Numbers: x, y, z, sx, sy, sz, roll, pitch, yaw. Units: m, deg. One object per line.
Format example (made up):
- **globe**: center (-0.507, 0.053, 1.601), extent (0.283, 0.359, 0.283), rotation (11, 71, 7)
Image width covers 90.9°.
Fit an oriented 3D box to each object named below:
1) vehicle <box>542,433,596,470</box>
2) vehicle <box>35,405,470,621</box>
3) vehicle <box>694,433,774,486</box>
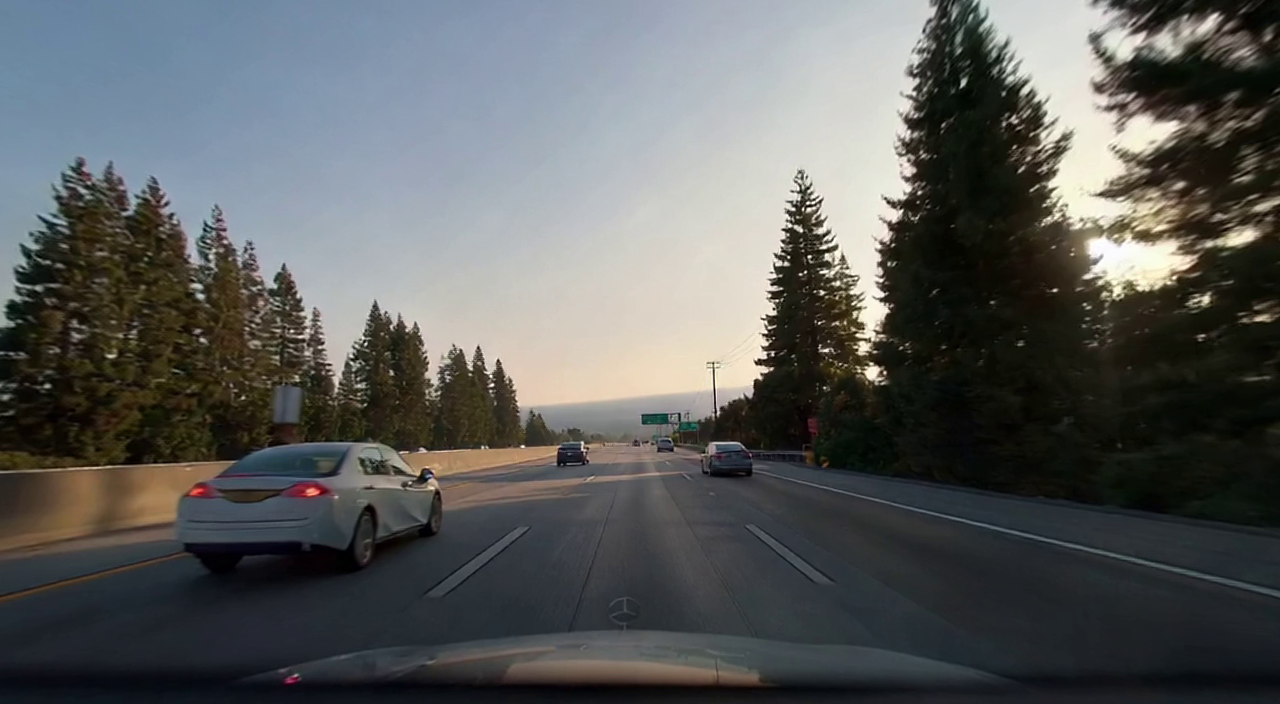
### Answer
- **vehicle**: center (-3.622, 5.215, 33.177), extent (2.217, 1.773, 4.553), rotation (0, -8, 1)
- **vehicle**: center (-3.525, 1.525, 6.939), extent (2.049, 1.620, 4.153), rotation (0, -8, 1)
- **vehicle**: center (3.022, 3.546, 21.085), extent (1.996, 1.579, 3.841), rotation (0, -8, -2)
